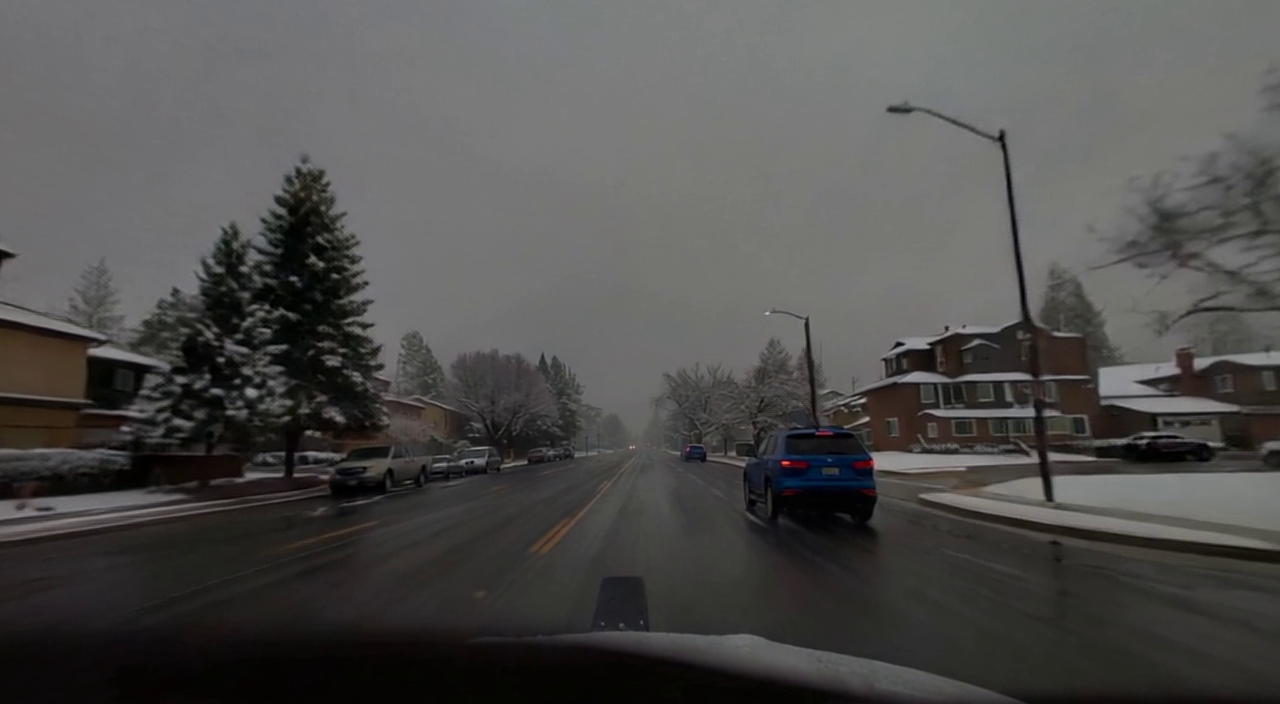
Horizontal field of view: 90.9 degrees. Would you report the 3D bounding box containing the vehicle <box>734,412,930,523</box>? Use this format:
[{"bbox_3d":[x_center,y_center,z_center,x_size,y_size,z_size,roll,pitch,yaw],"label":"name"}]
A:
[{"bbox_3d":[3.732,2.421,13.806,2.497,1.889,5.833,-1,-8,1],"label":"vehicle"}]

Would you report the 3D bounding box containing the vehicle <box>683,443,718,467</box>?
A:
[{"bbox_3d":[3.971,6.793,41.756,1.956,1.492,4.425,-1,-8,1],"label":"vehicle"}]

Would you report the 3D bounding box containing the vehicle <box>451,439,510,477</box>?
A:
[{"bbox_3d":[-10.152,6.774,40.582,2.254,2.127,5.697,-3,-9,0],"label":"vehicle"}]

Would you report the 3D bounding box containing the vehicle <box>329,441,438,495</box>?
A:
[{"bbox_3d":[-10.403,4.725,26.153,2.261,1.851,5.724,-3,-8,-1],"label":"vehicle"}]

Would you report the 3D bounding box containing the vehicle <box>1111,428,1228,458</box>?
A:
[{"bbox_3d":[28.501,4.933,34.032,4.578,1.511,1.857,0,-8,0],"label":"vehicle"}]
